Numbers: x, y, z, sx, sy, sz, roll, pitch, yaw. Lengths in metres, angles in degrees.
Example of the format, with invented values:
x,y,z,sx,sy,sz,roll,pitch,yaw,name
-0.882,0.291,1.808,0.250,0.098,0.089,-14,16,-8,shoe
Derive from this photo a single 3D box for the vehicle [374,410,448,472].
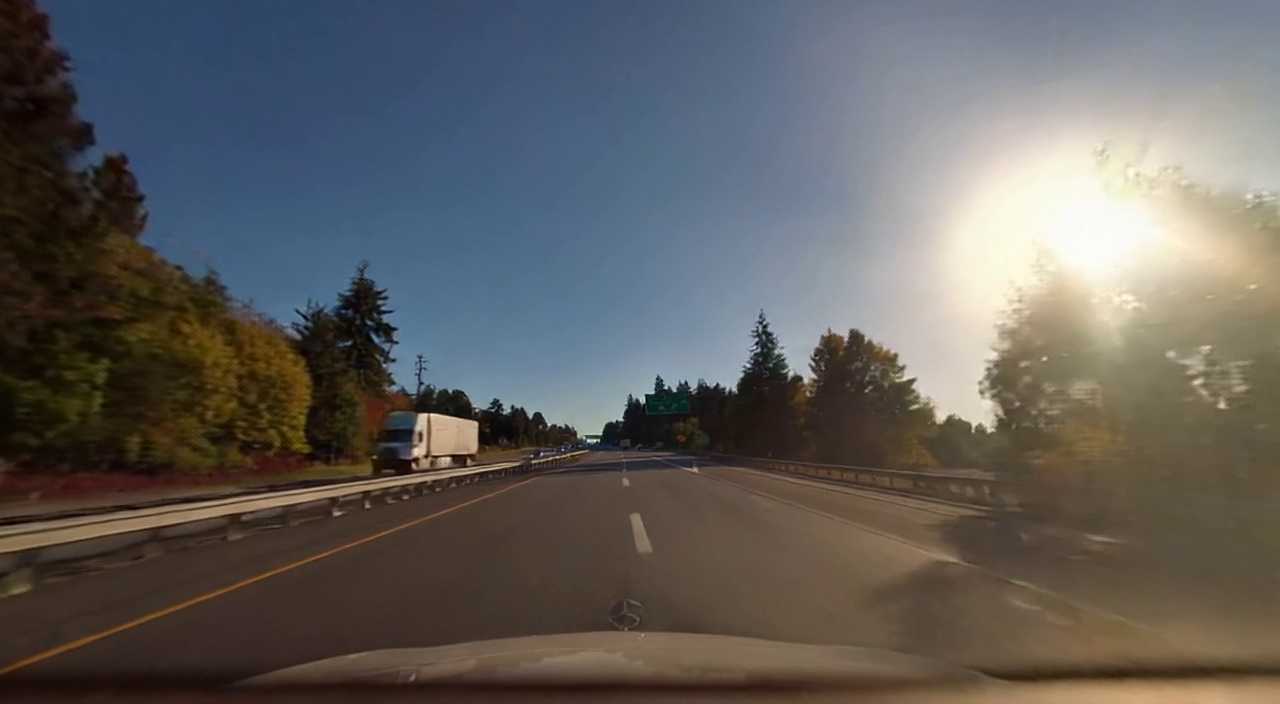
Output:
x,y,z,sx,sy,sz,roll,pitch,yaw,name
-15.854,6.265,44.232,2.968,3.954,5.903,0,-9,-1,vehicle
